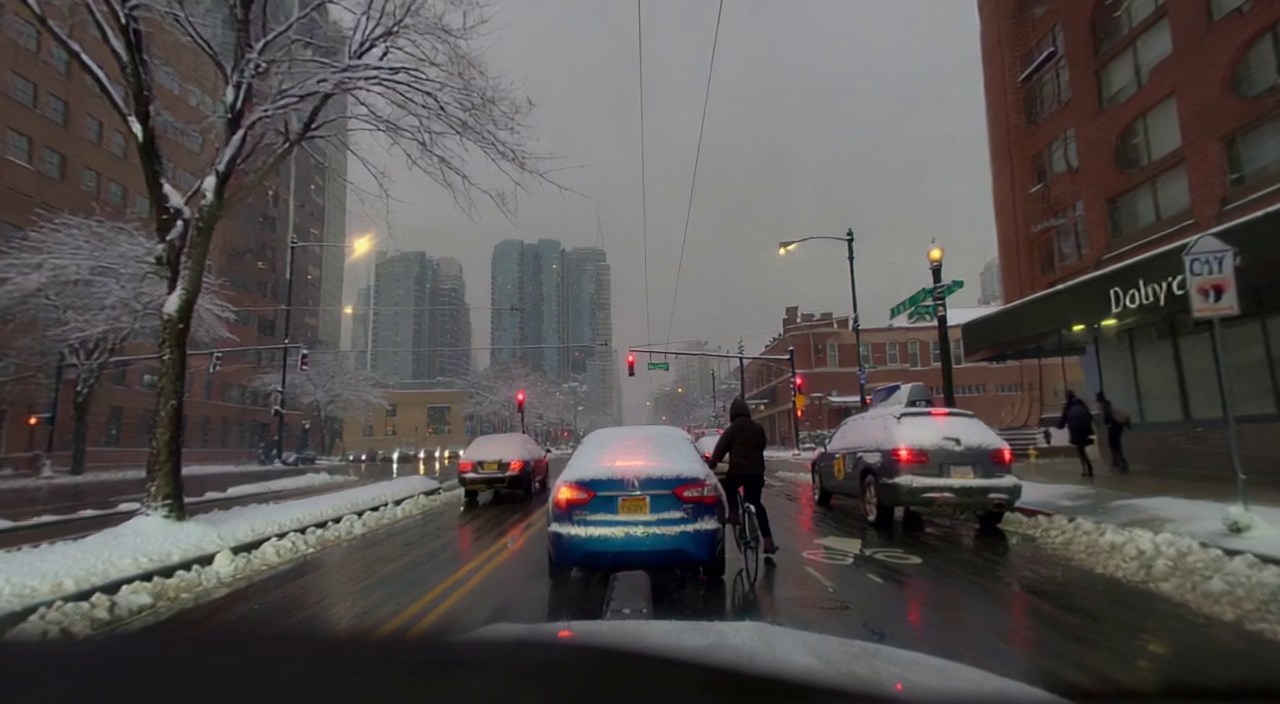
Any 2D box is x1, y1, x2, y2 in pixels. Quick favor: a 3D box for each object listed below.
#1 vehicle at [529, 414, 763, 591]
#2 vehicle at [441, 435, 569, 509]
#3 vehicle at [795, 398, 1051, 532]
[{"bbox_3d":[0.039,1.653,7.713,2.091,1.557,4.000,0,-9,0],"label":"vehicle"},{"bbox_3d":[-2.953,2.745,14.874,2.039,1.452,4.489,0,-9,0],"label":"vehicle"},{"bbox_3d":[4.510,1.917,11.145,2.142,1.829,4.767,0,-9,-2],"label":"vehicle"}]
